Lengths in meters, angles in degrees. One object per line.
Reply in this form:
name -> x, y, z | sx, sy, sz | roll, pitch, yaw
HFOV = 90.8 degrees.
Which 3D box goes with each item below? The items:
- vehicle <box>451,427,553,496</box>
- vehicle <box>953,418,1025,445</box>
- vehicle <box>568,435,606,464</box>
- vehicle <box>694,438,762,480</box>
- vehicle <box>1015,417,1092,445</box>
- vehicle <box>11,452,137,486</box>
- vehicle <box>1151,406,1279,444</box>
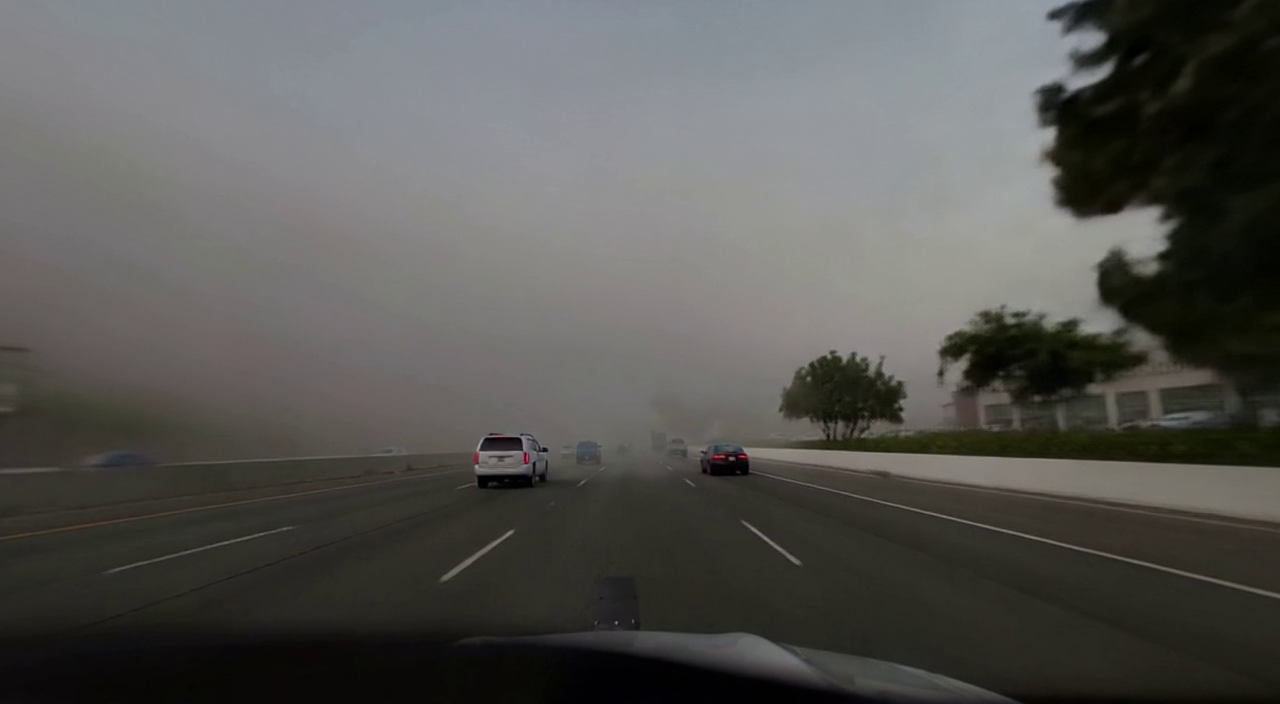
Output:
vehicle -> -3.910, 3.185, 18.703 | 1.987, 1.765, 4.508 | 0, -8, 0
vehicle -> 27.433, 6.376, 49.950 | 2.098, 1.922, 6.223 | -1, -9, -1
vehicle -> -3.867, 7.308, 47.427 | 2.410, 1.981, 5.355 | 0, -8, 0
vehicle -> 3.464, 4.315, 25.804 | 1.957, 1.510, 4.643 | 0, -8, -2
vehicle -> 32.367, 6.250, 49.689 | 2.264, 1.993, 5.565 | -1, -9, 0
vehicle -> -27.983, 5.756, 31.468 | 1.949, 1.470, 4.676 | 0, -8, 0
vehicle -> 32.512, 4.224, 35.805 | 2.133, 1.930, 5.924 | -1, -8, 0
